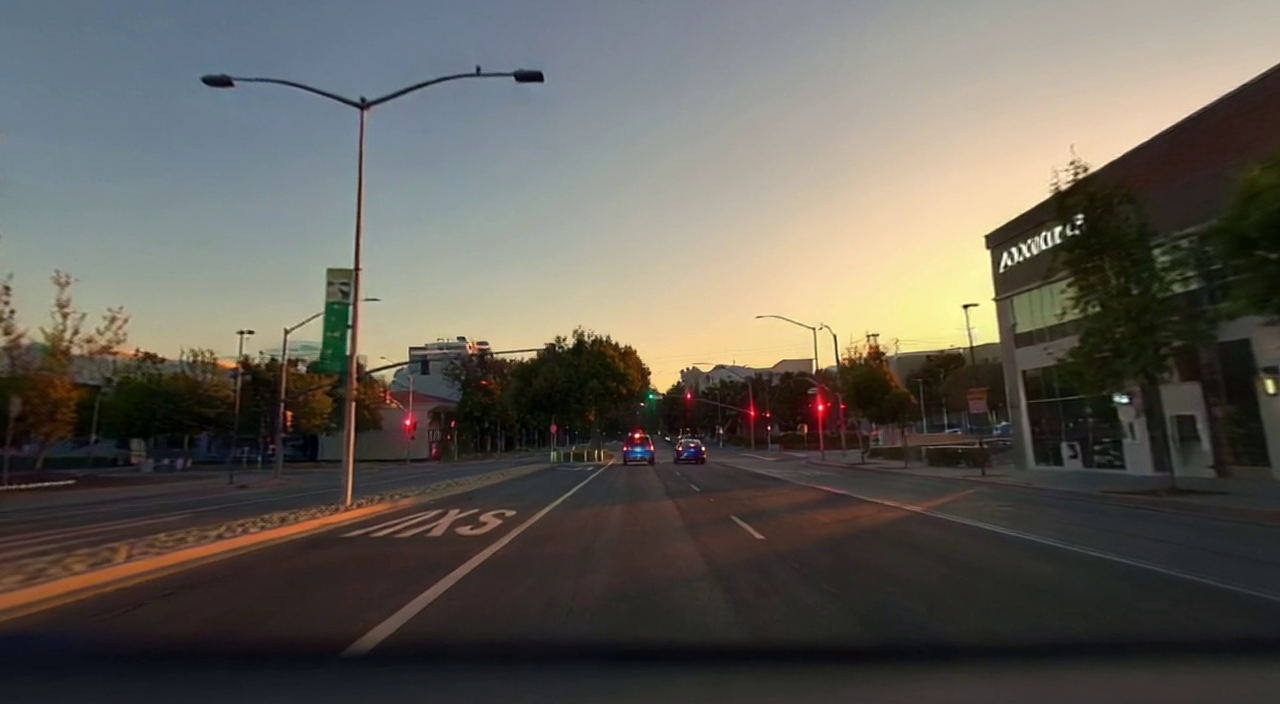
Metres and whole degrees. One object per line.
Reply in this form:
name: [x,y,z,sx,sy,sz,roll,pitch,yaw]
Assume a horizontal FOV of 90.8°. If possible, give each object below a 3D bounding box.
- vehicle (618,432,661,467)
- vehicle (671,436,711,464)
vehicle: [-0.104,5.863,38.011,2.413,1.939,4.716,0,-8,-2]
vehicle: [3.287,6.390,41.225,2.107,1.736,4.228,0,-8,-2]
